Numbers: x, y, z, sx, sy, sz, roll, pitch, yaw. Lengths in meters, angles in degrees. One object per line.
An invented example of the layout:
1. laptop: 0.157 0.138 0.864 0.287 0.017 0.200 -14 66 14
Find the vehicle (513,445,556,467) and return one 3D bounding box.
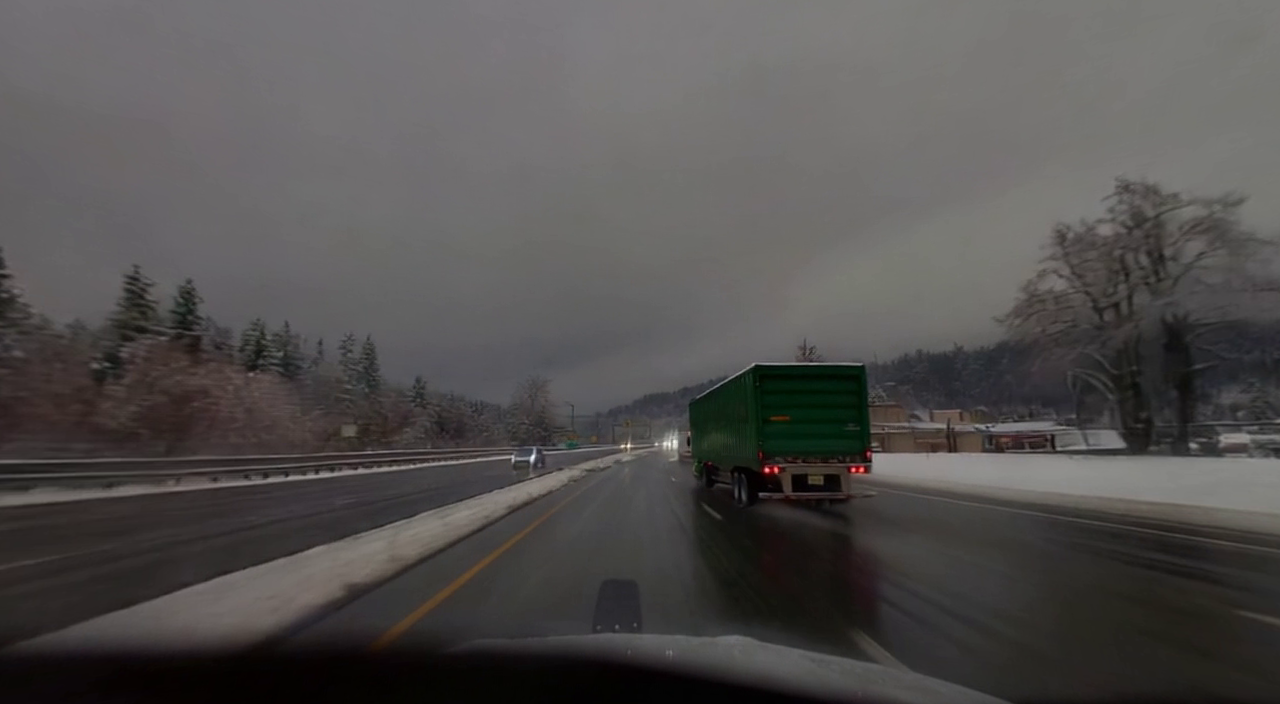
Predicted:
1. vehicle: -7.749 7.699 46.495 1.962 1.539 4.572 -1 -9 5

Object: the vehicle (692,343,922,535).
1. vehicle: 3.700 2.687 18.952 2.916 3.563 14.462 0 -9 0
